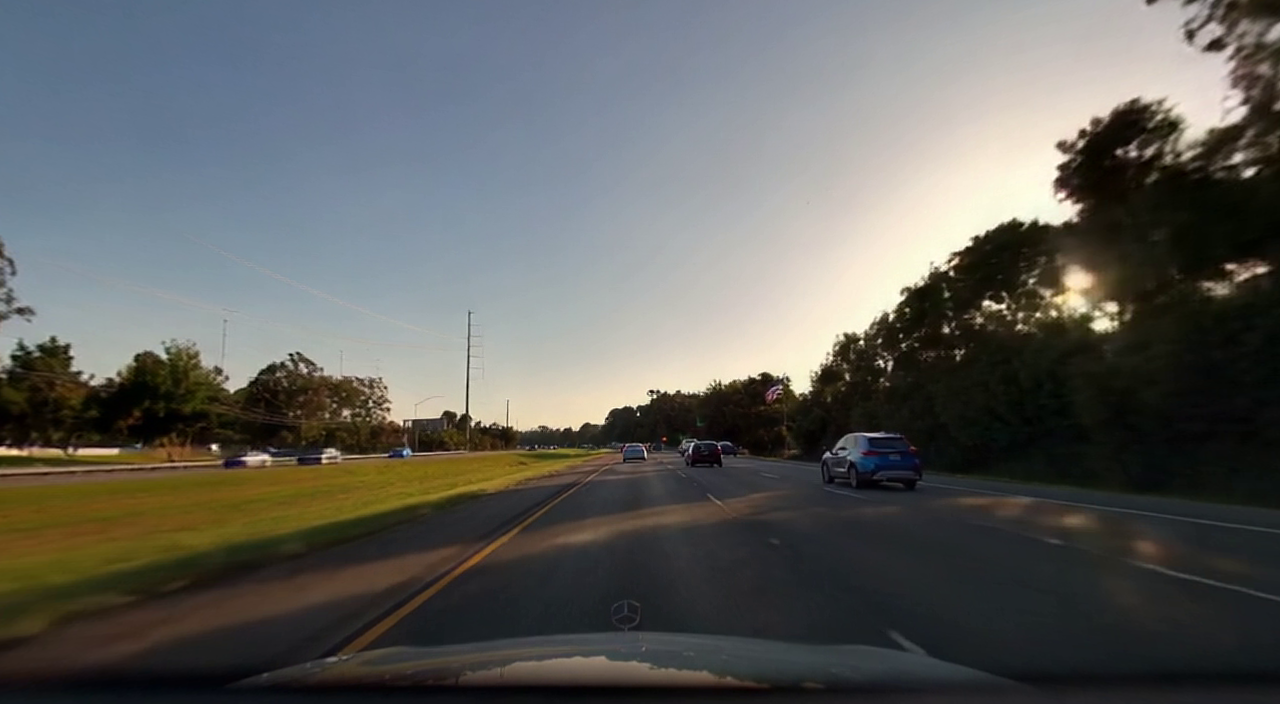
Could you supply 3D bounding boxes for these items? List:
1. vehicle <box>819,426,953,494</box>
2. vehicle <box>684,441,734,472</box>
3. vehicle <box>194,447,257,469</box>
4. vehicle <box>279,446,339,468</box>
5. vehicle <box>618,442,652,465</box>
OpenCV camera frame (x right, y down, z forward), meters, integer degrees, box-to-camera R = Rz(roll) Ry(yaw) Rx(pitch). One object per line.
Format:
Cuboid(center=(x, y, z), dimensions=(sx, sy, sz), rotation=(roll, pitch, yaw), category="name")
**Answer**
Cuboid(center=(7.283, 3.245, 19.363), dimensions=(2.114, 1.800, 4.779), rotation=(0, -8, -1), category="vehicle")
Cuboid(center=(3.498, 5.371, 32.766), dimensions=(1.978, 1.488, 4.252), rotation=(0, -8, -1), category="vehicle")
Cuboid(center=(-32.394, 8.302, 49.520), dimensions=(1.853, 1.601, 4.465), rotation=(0, -8, 0), category="vehicle")
Cuboid(center=(-24.898, 7.900, 47.701), dimensions=(1.966, 1.487, 4.820), rotation=(0, -8, 0), category="vehicle")
Cuboid(center=(-0.297, 6.576, 41.069), dimensions=(2.085, 1.449, 3.860), rotation=(0, -8, 0), category="vehicle")
